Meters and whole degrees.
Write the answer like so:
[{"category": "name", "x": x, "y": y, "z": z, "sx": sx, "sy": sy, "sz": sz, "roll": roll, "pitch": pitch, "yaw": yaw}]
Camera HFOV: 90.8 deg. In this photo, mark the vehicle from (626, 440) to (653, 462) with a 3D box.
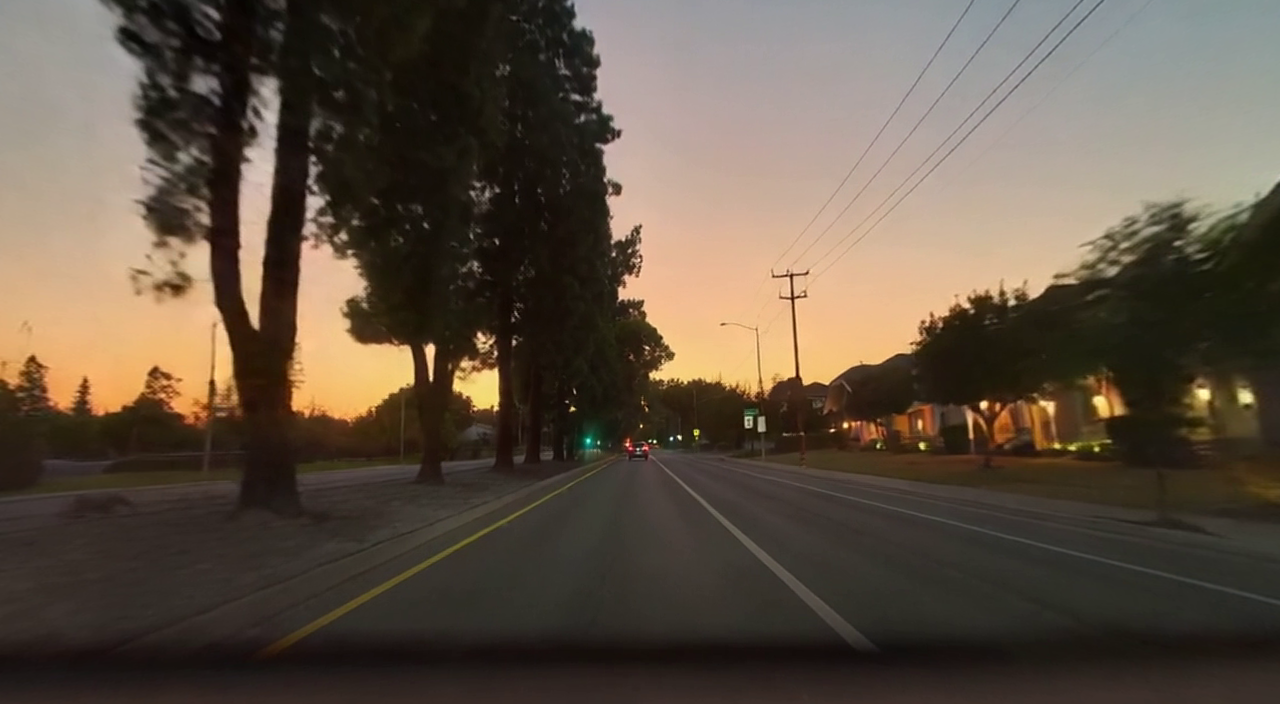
[{"category": "vehicle", "x": -0.019, "y": 7.722, "z": 49.334, "sx": 2.016, "sy": 1.665, "sz": 3.932, "roll": 0, "pitch": -8, "yaw": -1}]
